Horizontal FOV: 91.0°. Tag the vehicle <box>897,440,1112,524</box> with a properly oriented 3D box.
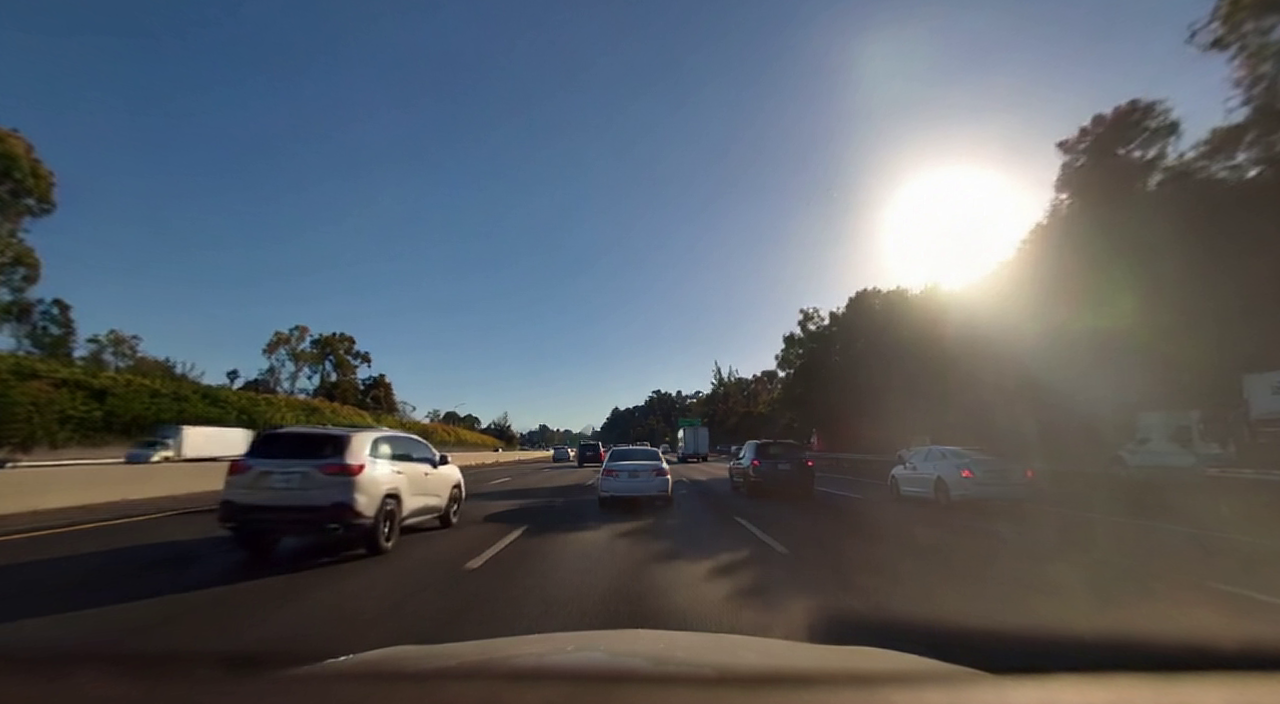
[{"bbox_3d":[7.603,2.734,13.811,2.021,1.505,4.480,0,-9,0],"label":"vehicle"}]

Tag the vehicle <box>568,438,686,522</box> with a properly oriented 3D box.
[{"bbox_3d":[-0.200,2.641,13.496,2.132,1.499,4.038,0,-9,1],"label":"vehicle"}]

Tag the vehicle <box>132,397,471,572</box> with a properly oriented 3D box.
[{"bbox_3d":[-4.033,1.678,8.649,2.079,1.741,4.436,0,-9,1],"label":"vehicle"}]

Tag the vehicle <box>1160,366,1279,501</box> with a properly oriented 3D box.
[{"bbox_3d":[20.111,2.372,18.261,3.061,3.869,7.169,2,-9,-10],"label":"vehicle"}]

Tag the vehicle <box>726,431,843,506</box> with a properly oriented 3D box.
[{"bbox_3d":[3.572,2.970,16.433,2.053,1.666,4.106,0,-9,0],"label":"vehicle"}]

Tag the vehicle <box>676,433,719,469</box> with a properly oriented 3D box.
[{"bbox_3d":[3.948,6.941,44.225,2.440,2.313,5.266,0,-9,0],"label":"vehicle"}]
